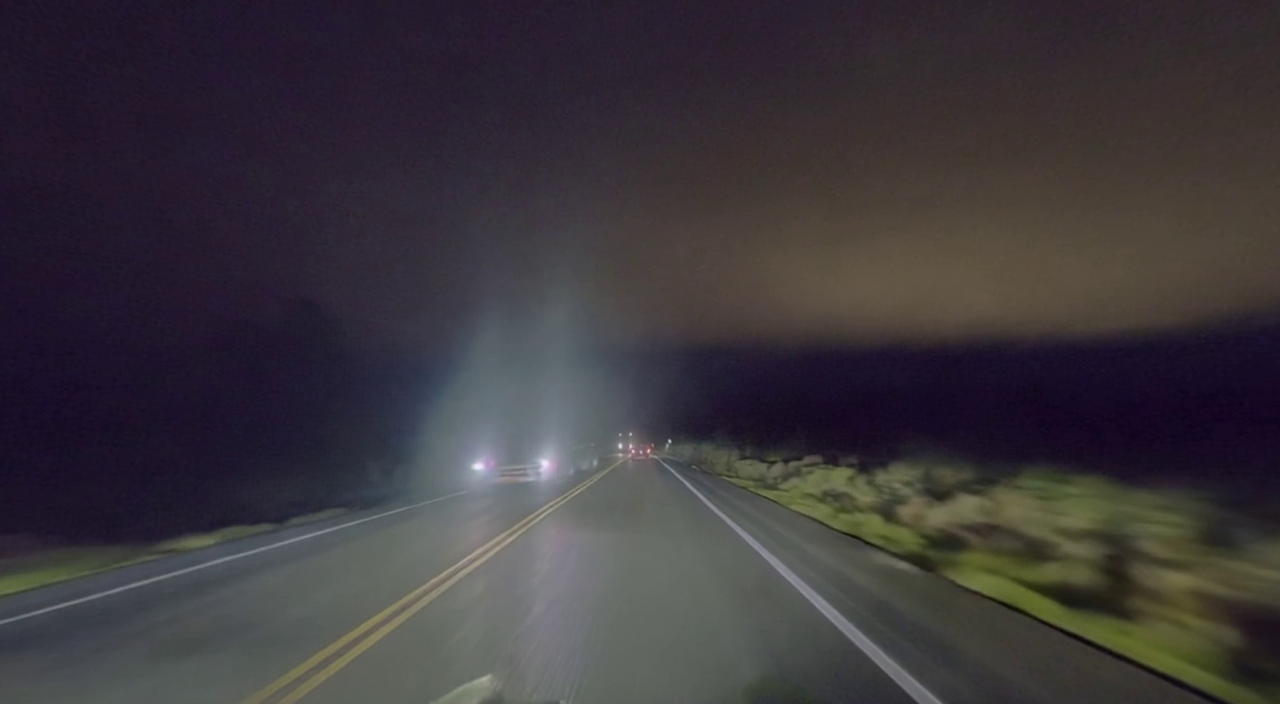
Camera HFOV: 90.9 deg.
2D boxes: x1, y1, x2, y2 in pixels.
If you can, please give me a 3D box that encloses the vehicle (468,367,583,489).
[{"bbox_3d":[-3.919,2.895,23.219,3.025,3.821,6.232,-1,-9,0],"label":"vehicle"}]
